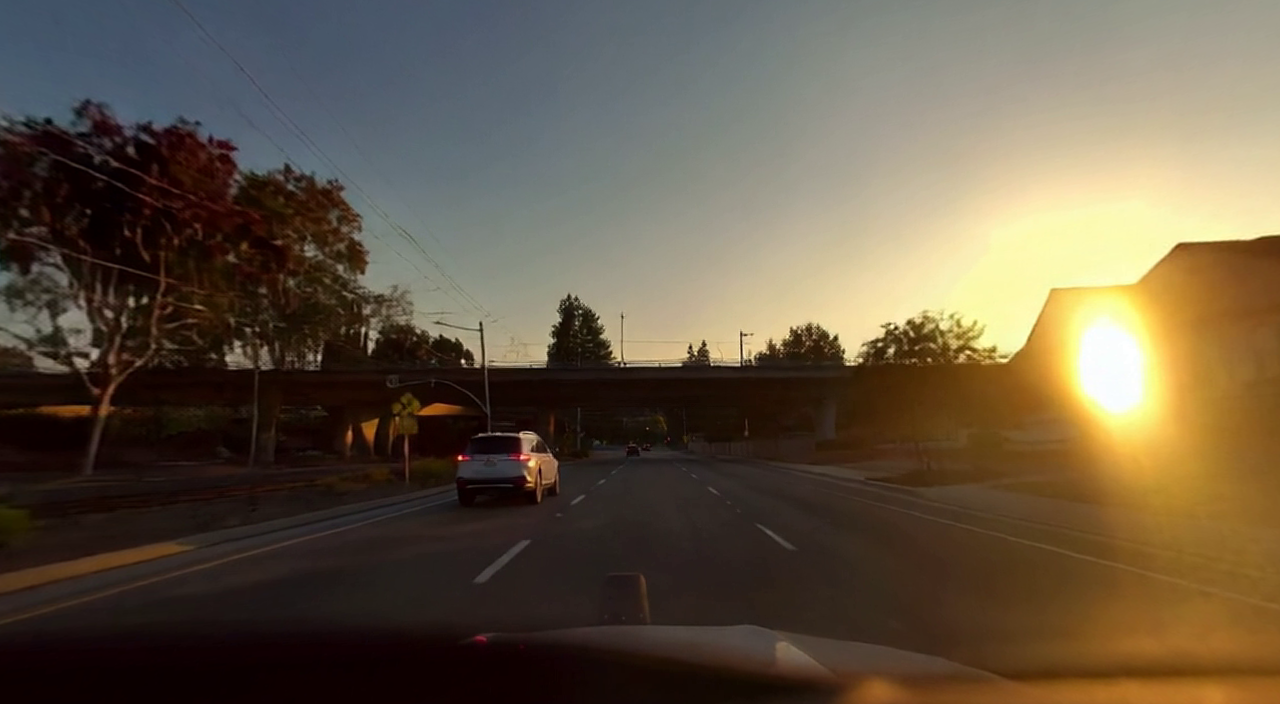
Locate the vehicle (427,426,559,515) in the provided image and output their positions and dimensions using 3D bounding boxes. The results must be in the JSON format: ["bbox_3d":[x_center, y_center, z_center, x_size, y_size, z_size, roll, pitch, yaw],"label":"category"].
[{"bbox_3d":[-3.131,2.618,14.362,1.882,1.704,4.335,0,-9,1],"label":"vehicle"}]
